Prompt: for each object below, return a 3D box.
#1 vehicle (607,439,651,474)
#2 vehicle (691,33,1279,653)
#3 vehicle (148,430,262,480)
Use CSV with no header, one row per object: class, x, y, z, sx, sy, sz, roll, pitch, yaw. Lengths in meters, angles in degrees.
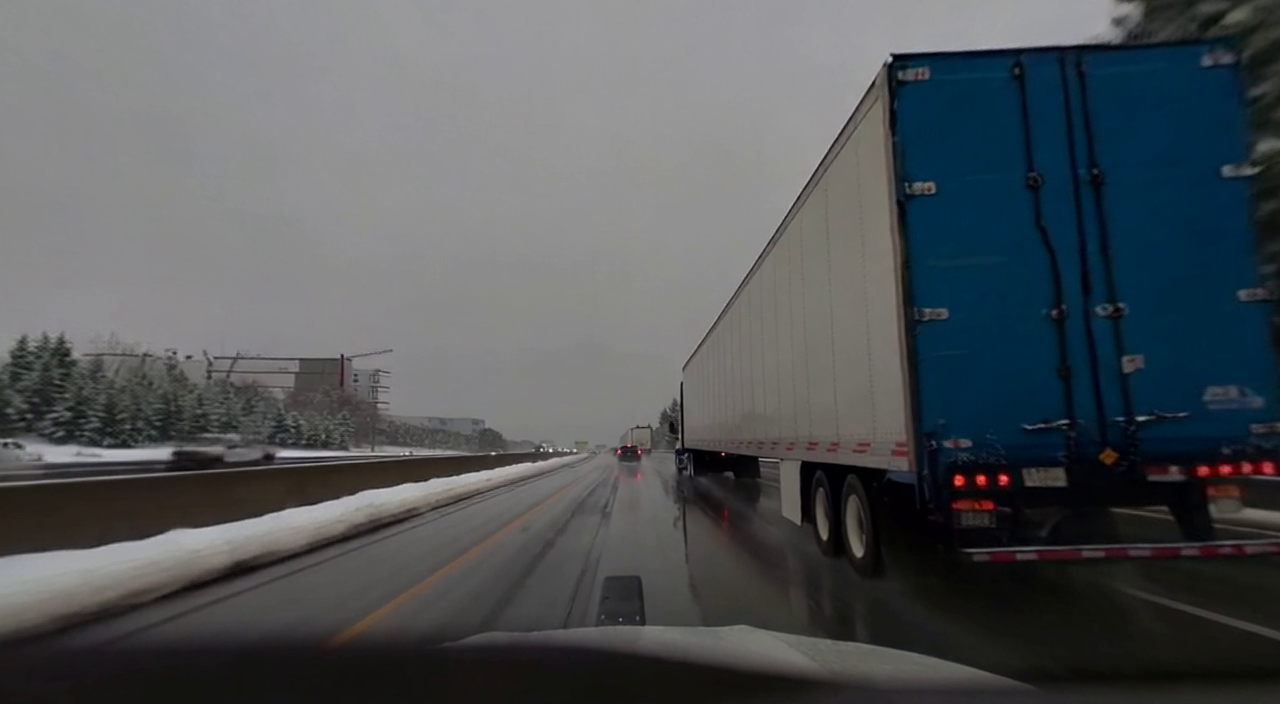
vehicle,-0.606,5.475,33.143,2.191,1.685,4.015,0,-9,-2
vehicle,3.279,1.015,12.051,2.996,4.123,15.965,0,-9,-1
vehicle,-20.604,4.914,30.262,2.051,2.191,4.865,0,-9,-2
